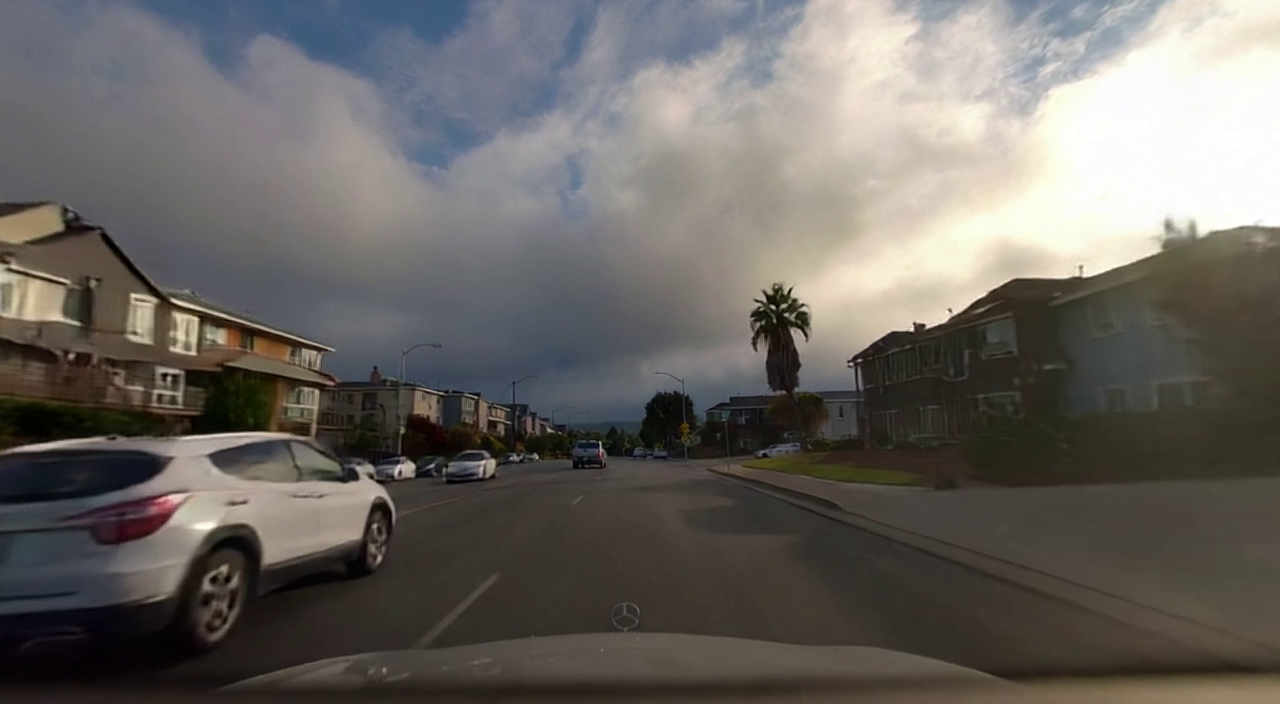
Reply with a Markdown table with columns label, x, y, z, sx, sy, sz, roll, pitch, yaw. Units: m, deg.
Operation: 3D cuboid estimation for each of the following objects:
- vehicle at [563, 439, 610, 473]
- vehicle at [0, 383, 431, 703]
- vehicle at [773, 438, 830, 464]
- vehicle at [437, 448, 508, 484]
| label | x | y | z | sx | sy | sz | roll | pitch | yaw |
| --- | --- | --- | --- | --- | --- | --- | --- | --- | --- |
| vehicle | -2.950 | 5.918 | 35.976 | 1.994 | 1.810 | 5.057 | 0 | -9 | 3 |
| vehicle | -3.229 | 1.254 | 4.771 | 1.929 | 1.651 | 3.948 | 0 | -9 | 0 |
| vehicle | 12.513 | 7.702 | 48.907 | 3.778 | 1.744 | 1.804 | -3 | -9 | -4 |
| vehicle | -7.463 | 5.109 | 28.511 | 1.979 | 1.500 | 4.383 | 0 | -9 | 0 |
